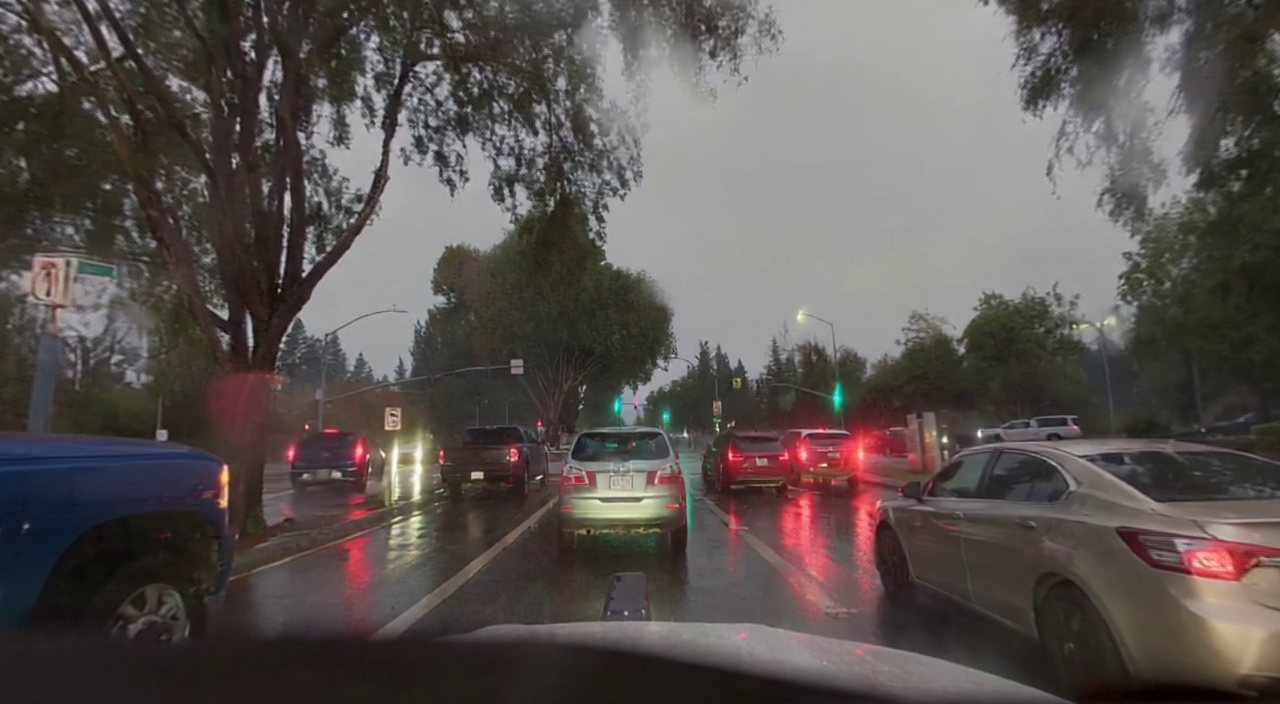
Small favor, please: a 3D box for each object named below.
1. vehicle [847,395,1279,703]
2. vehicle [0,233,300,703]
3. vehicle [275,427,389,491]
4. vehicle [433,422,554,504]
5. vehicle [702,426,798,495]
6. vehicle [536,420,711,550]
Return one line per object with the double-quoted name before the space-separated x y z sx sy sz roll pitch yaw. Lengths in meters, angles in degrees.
"vehicle" 3.005 1.150 3.855 1.874 1.477 4.698 0 -8 0
"vehicle" -3.464 0.461 0.985 2.656 2.021 5.800 0 -8 -1
"vehicle" -9.320 3.249 19.582 2.385 1.687 5.025 2 -9 -17
"vehicle" -3.677 2.882 16.800 2.089 1.857 4.488 0 -8 1
"vehicle" 3.198 3.269 19.353 2.102 1.841 4.587 0 -8 0
"vehicle" -0.216 1.942 9.821 2.194 1.607 3.690 0 -8 0
